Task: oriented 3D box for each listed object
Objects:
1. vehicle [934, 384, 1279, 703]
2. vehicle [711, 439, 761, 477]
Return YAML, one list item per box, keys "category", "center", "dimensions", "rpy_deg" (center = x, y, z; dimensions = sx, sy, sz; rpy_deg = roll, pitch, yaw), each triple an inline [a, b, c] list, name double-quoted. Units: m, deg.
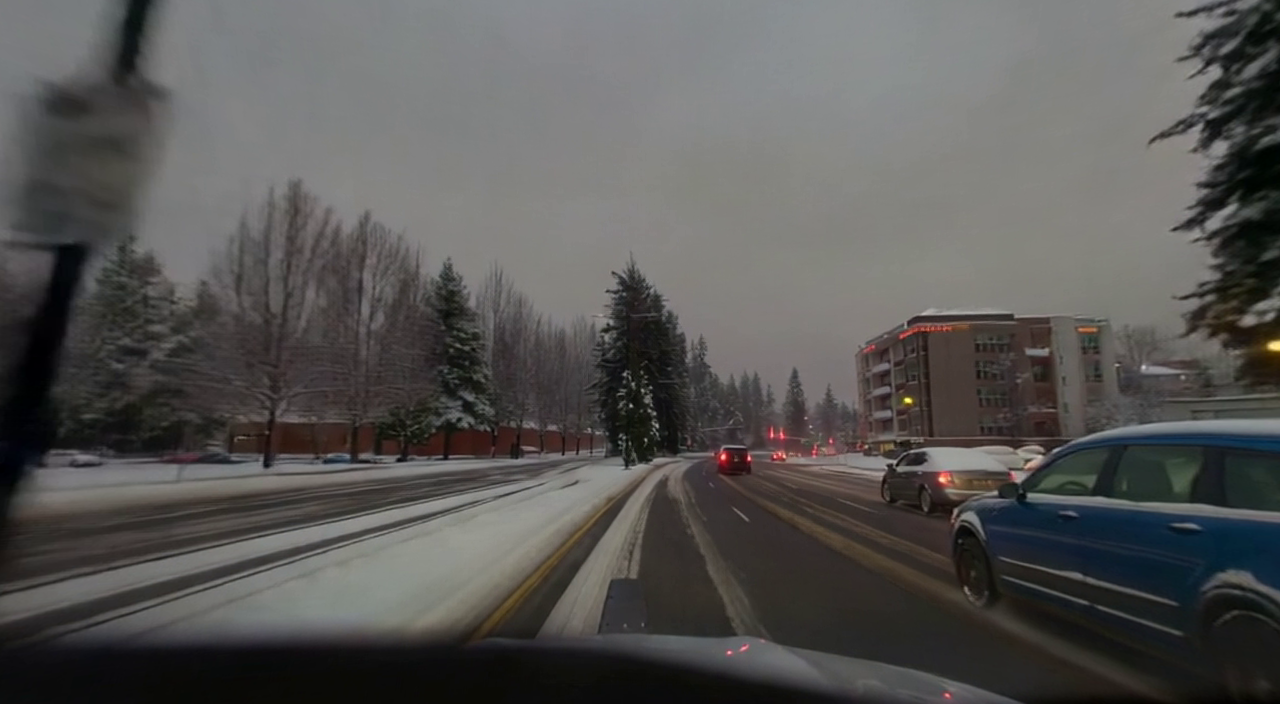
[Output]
- category: "vehicle"
  center: [3.554, 1.107, 3.548]
  dimensions: [1.901, 1.634, 3.952]
  rpy_deg: [0, -9, 1]
- category: "vehicle"
  center: [4.962, 5.540, 33.207]
  dimensions: [2.154, 1.844, 4.634]
  rpy_deg: [-1, -9, 3]
